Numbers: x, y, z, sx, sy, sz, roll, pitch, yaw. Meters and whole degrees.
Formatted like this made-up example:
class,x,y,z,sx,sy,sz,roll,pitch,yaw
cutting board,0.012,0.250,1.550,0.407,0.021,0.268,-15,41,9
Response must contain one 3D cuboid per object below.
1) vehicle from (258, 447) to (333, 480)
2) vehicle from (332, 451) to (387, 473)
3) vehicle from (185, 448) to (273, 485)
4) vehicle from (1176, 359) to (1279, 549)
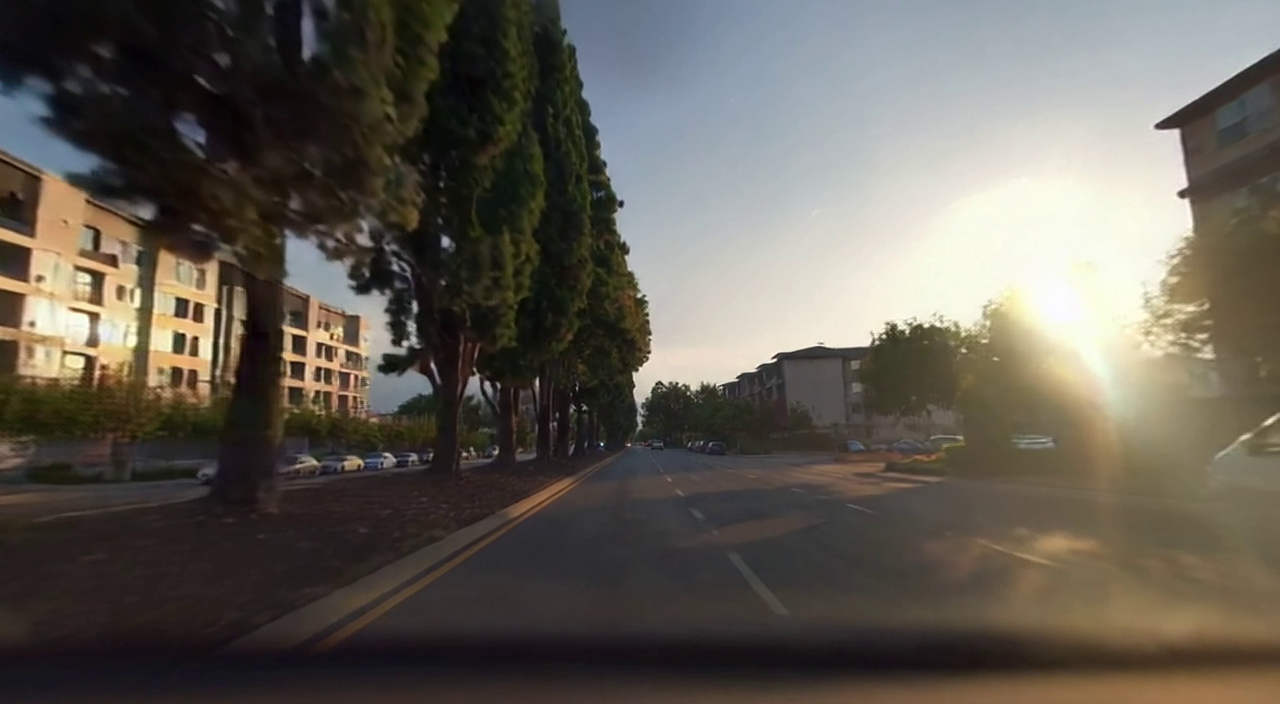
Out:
class,x,y,z,sx,sy,sz,roll,pitch,yaw
vehicle,-21.239,6.860,39.192,1.879,1.757,4.656,-2,-7,3
vehicle,-20.346,7.970,46.085,1.798,1.487,4.486,0,-8,2
vehicle,-22.067,6.113,34.122,1.863,1.845,4.073,0,-8,1
vehicle,9.886,1.150,7.003,2.456,2.534,5.930,0,-8,-2
